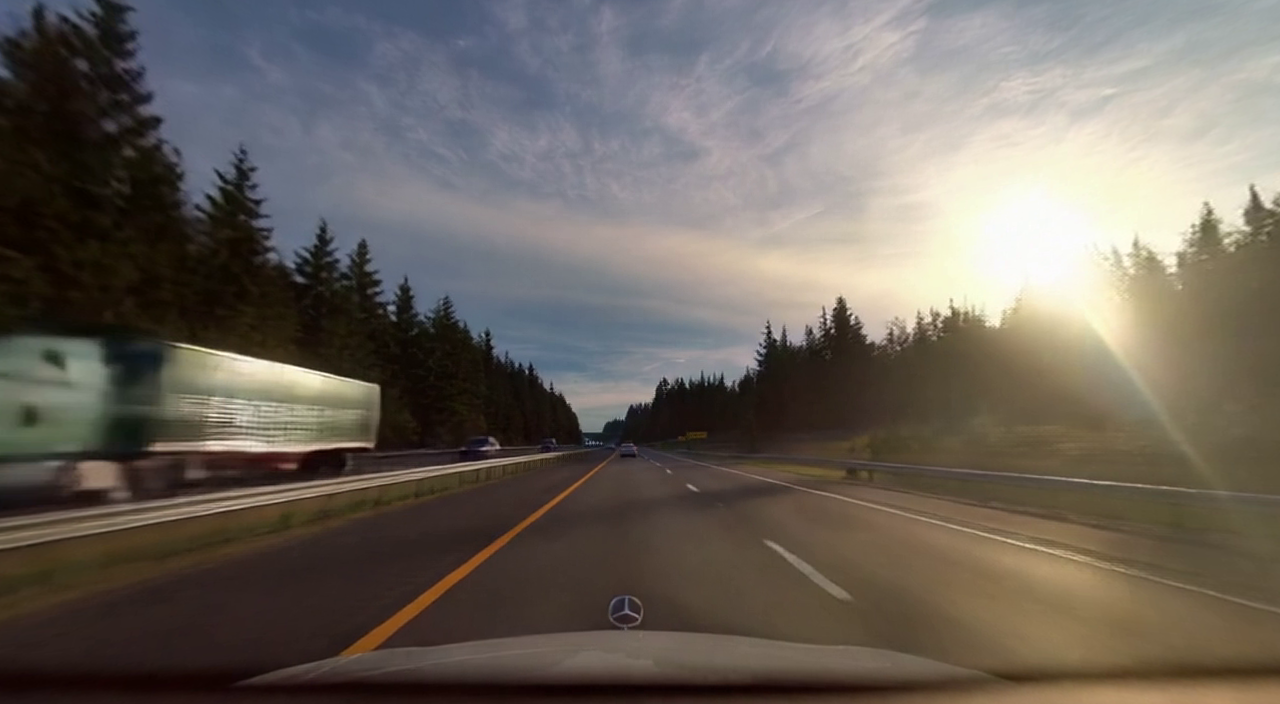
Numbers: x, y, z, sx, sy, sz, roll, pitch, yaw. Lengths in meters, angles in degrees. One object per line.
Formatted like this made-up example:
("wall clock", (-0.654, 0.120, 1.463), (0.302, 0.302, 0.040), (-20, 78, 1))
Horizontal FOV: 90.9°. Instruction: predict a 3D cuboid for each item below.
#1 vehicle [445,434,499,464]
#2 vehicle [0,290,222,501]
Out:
("vehicle", (-9.852, 5.760, 37.377), (2.017, 1.646, 4.601), (0, -8, -1))
("vehicle", (-13.731, 1.118, 13.992), (3.016, 3.981, 8.399), (0, -8, 0))
